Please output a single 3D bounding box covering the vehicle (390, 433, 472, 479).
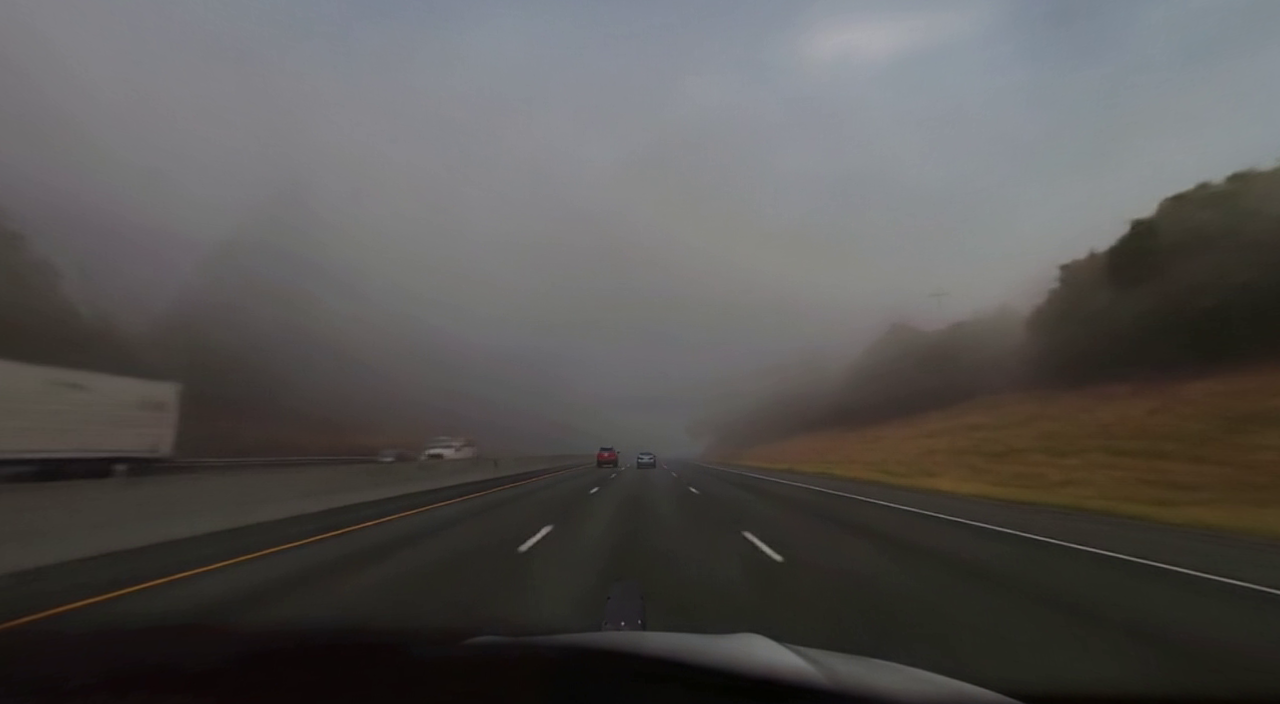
[{"bbox_3d":[-11.159,5.608,34.218,2.570,2.297,5.211,0,-9,1],"label":"vehicle"}]

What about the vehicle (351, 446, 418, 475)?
[{"bbox_3d":[-15.014,6.397,37.338,2.001,1.634,4.519,0,-9,1],"label":"vehicle"}]

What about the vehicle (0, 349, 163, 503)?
[{"bbox_3d":[-18.791,1.761,15.476,2.883,4.113,14.175,0,-9,1],"label":"vehicle"}]
